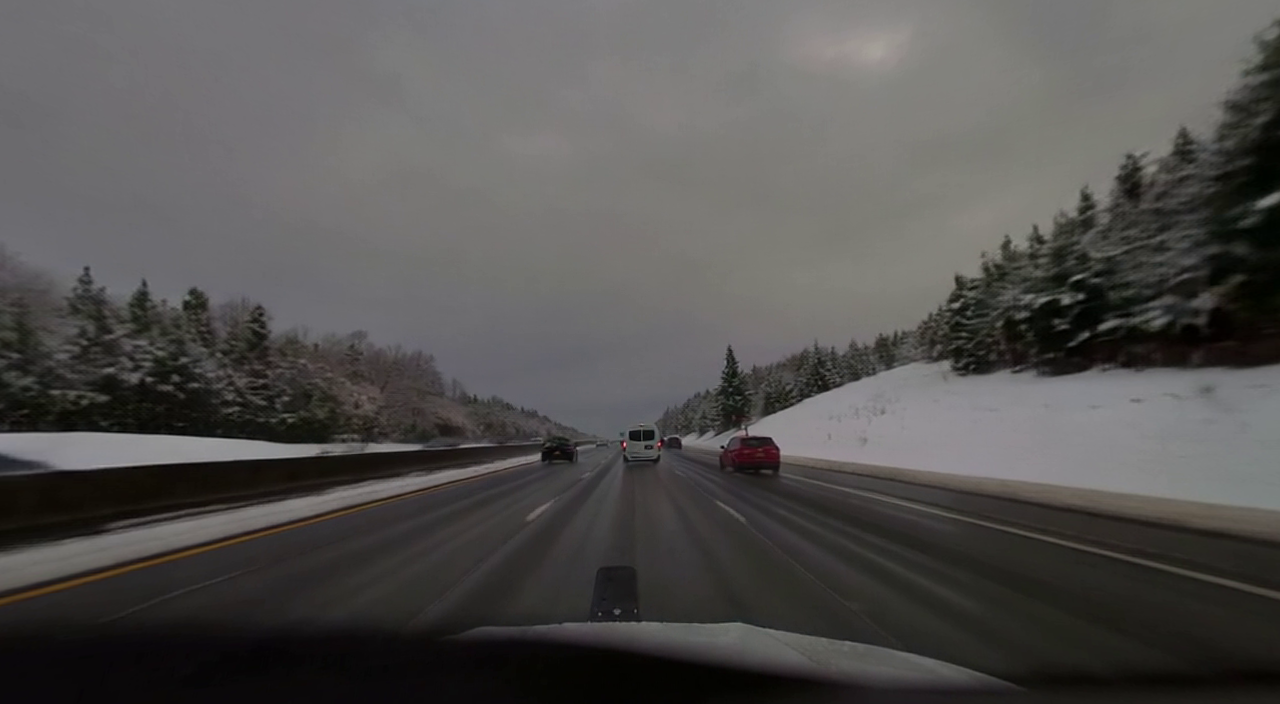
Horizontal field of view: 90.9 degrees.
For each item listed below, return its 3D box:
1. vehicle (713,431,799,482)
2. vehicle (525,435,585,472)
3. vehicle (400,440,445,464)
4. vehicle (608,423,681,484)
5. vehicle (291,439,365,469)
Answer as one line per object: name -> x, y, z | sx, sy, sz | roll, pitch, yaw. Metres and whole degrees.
vehicle -> 3.889, 3.556, 21.937 | 1.923, 1.562, 4.691 | 0, -8, -2
vehicle -> -3.756, 4.541, 28.601 | 2.093, 1.517, 4.648 | 0, -8, 0
vehicle -> -14.885, 6.837, 43.297 | 1.806, 1.476, 3.868 | 0, -8, -2
vehicle -> 0.088, 3.320, 21.019 | 2.159, 1.811, 4.238 | 0, -8, -1
vehicle -> -18.789, 6.127, 38.224 | 2.050, 1.716, 4.775 | 0, -8, -1
